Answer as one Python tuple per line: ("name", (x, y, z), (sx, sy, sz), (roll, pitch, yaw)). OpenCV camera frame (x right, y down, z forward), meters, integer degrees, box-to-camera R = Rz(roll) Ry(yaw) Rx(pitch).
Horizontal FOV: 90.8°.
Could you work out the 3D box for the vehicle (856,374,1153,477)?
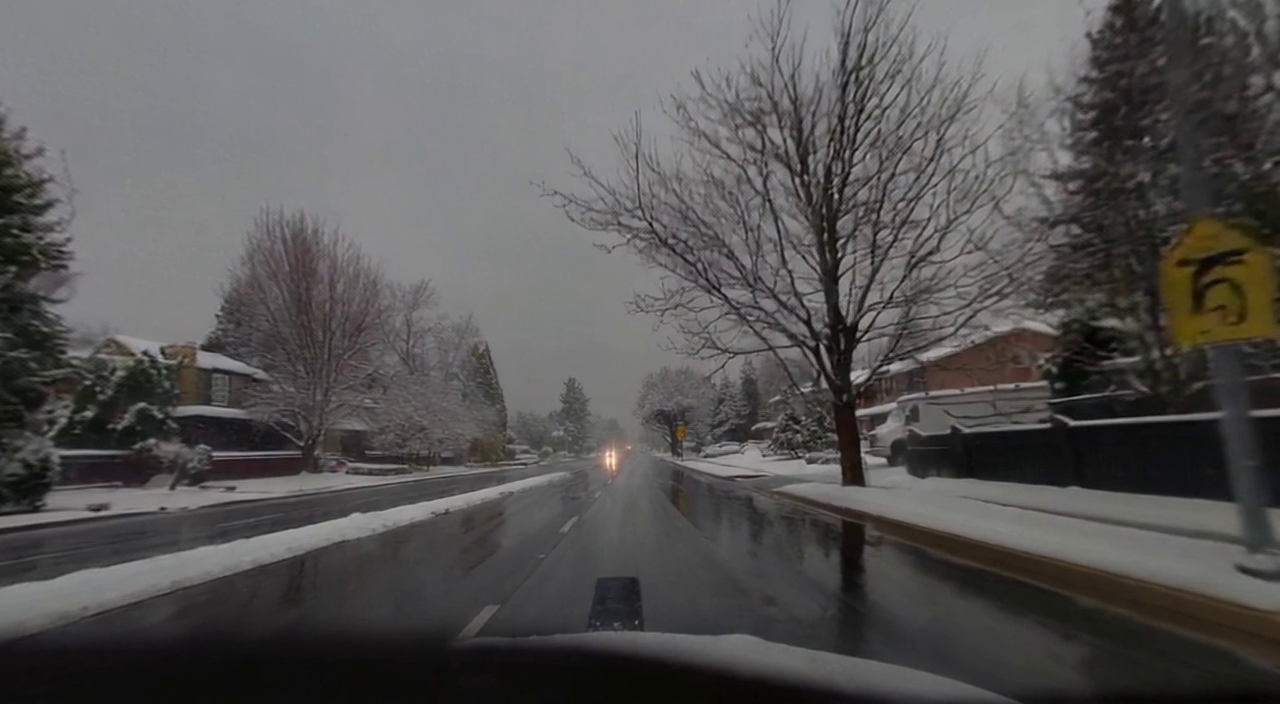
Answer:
("vehicle", (17.486, 3.634, 30.951), (12.151, 4.157, 3.709), (-1, -15, -6))
